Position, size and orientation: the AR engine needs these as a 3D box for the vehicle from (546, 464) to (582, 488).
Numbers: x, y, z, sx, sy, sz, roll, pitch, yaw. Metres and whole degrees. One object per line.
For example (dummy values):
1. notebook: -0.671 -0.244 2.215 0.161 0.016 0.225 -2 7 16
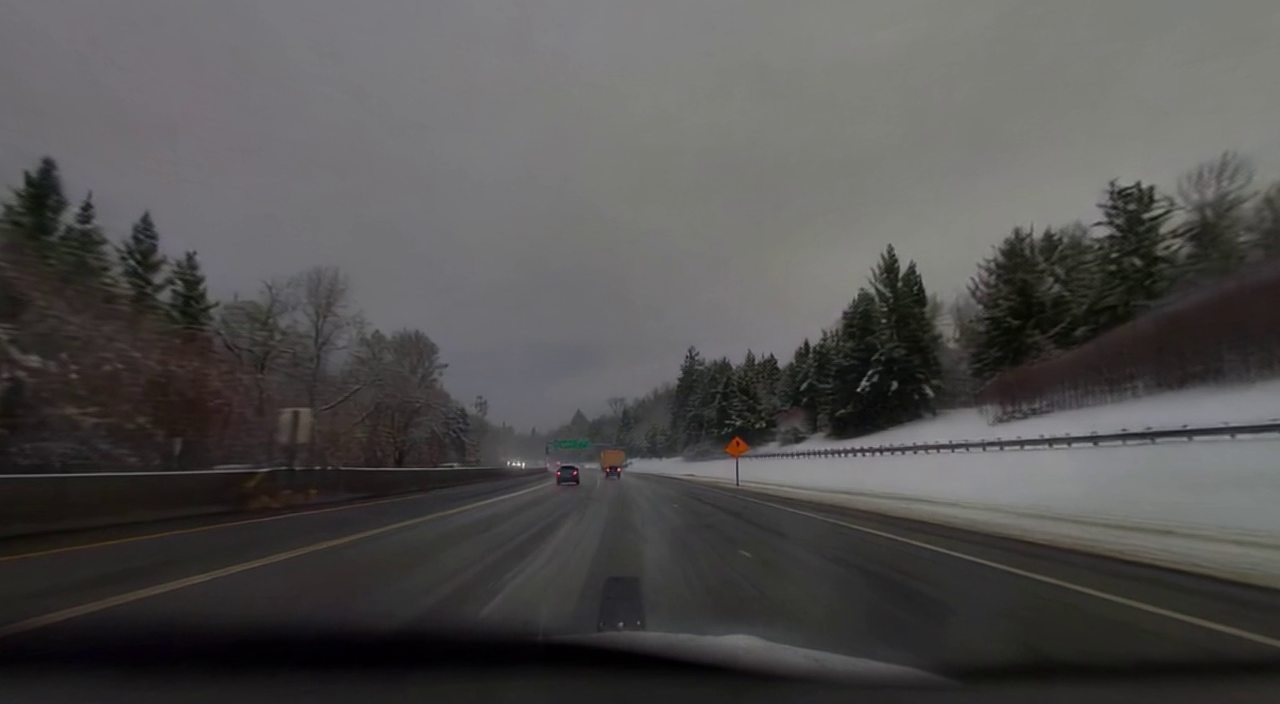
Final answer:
1. vehicle: -5.237 8.589 43.797 2.115 1.546 4.638 1 -10 -2

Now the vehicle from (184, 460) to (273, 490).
1. vehicle: -21.994 6.605 33.912 1.847 1.469 4.439 1 -10 -2
